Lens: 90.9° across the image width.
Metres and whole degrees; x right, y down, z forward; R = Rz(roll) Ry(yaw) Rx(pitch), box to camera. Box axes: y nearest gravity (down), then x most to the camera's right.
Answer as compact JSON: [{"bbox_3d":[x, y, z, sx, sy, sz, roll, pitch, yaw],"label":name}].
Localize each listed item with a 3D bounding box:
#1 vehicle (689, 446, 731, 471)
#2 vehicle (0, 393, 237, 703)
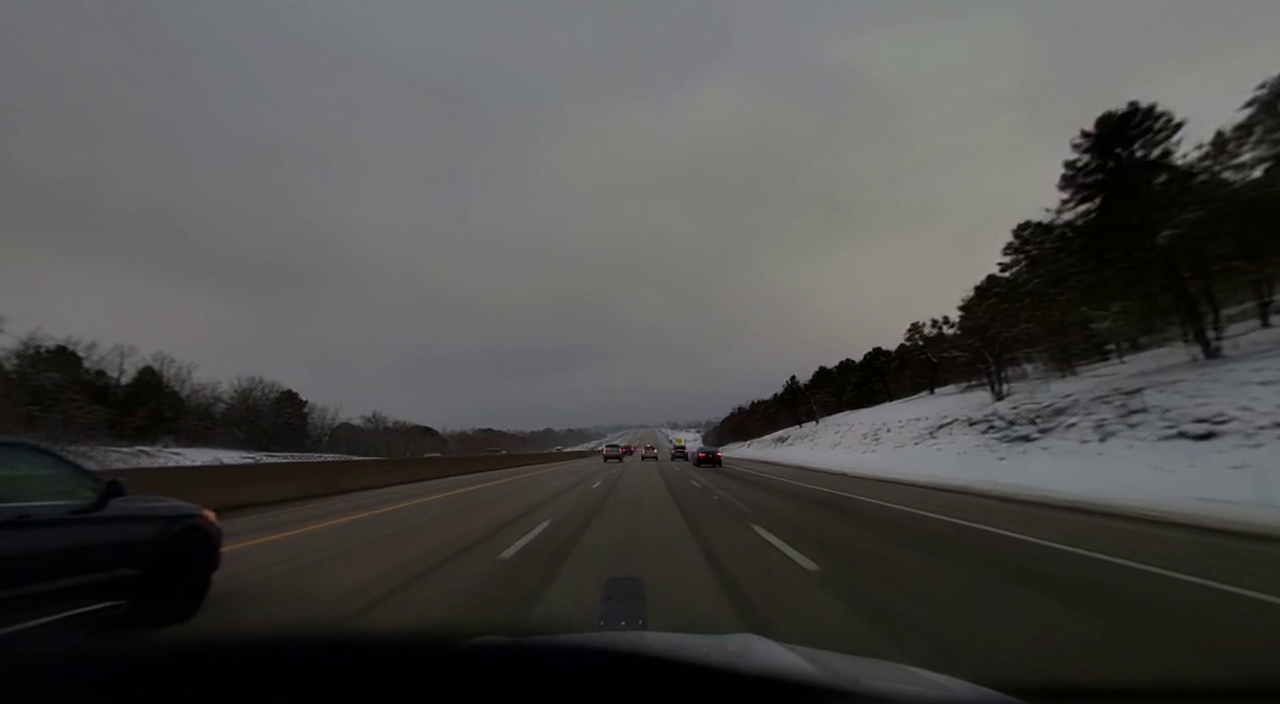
[{"bbox_3d":[3.912,6.009,35.781,1.976,1.352,3.602,0,-8,0],"label":"vehicle"},{"bbox_3d":[-3.923,0.904,2.559,1.910,1.521,3.930,0,-8,1],"label":"vehicle"}]
